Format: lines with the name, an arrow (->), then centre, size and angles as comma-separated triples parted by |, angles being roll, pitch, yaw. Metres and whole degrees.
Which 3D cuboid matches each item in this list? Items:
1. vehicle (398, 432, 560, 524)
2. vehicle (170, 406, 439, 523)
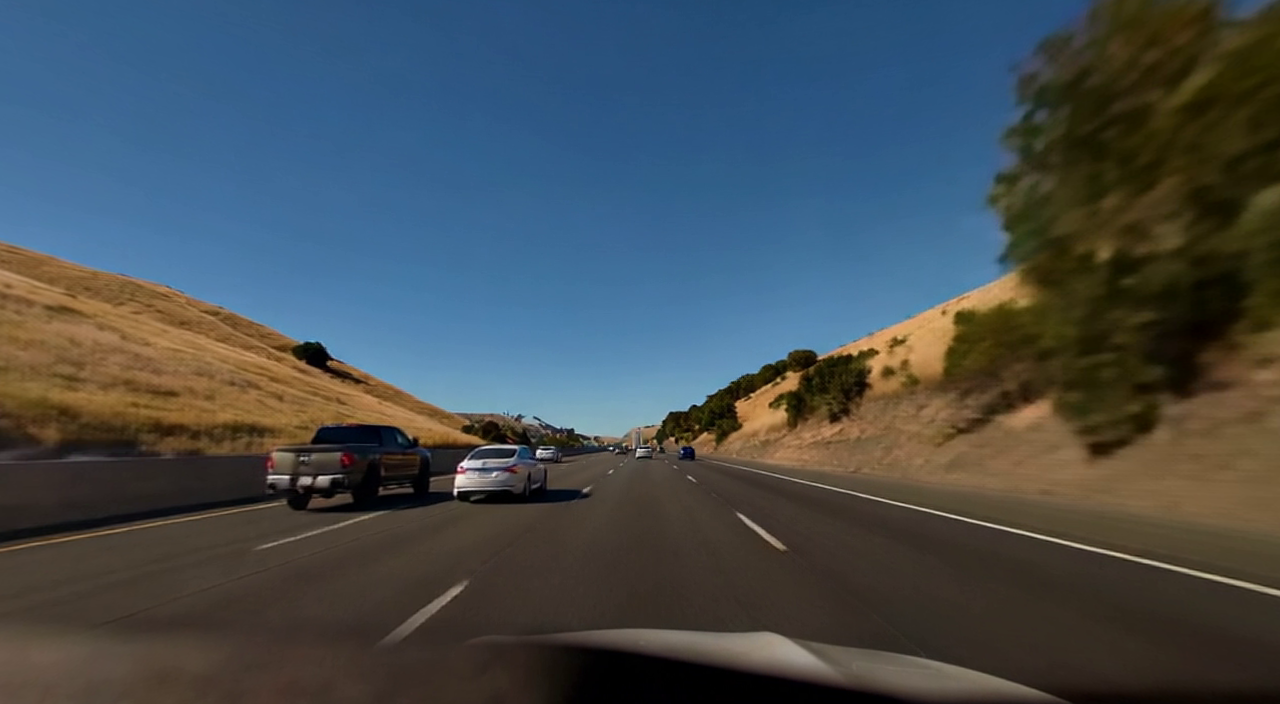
vehicle -> -3.063, 2.508, 13.159 | 2.091, 1.552, 4.516 | 0, -9, 2
vehicle -> -6.978, 2.472, 14.392 | 2.589, 2.063, 6.206 | -1, -8, 2
